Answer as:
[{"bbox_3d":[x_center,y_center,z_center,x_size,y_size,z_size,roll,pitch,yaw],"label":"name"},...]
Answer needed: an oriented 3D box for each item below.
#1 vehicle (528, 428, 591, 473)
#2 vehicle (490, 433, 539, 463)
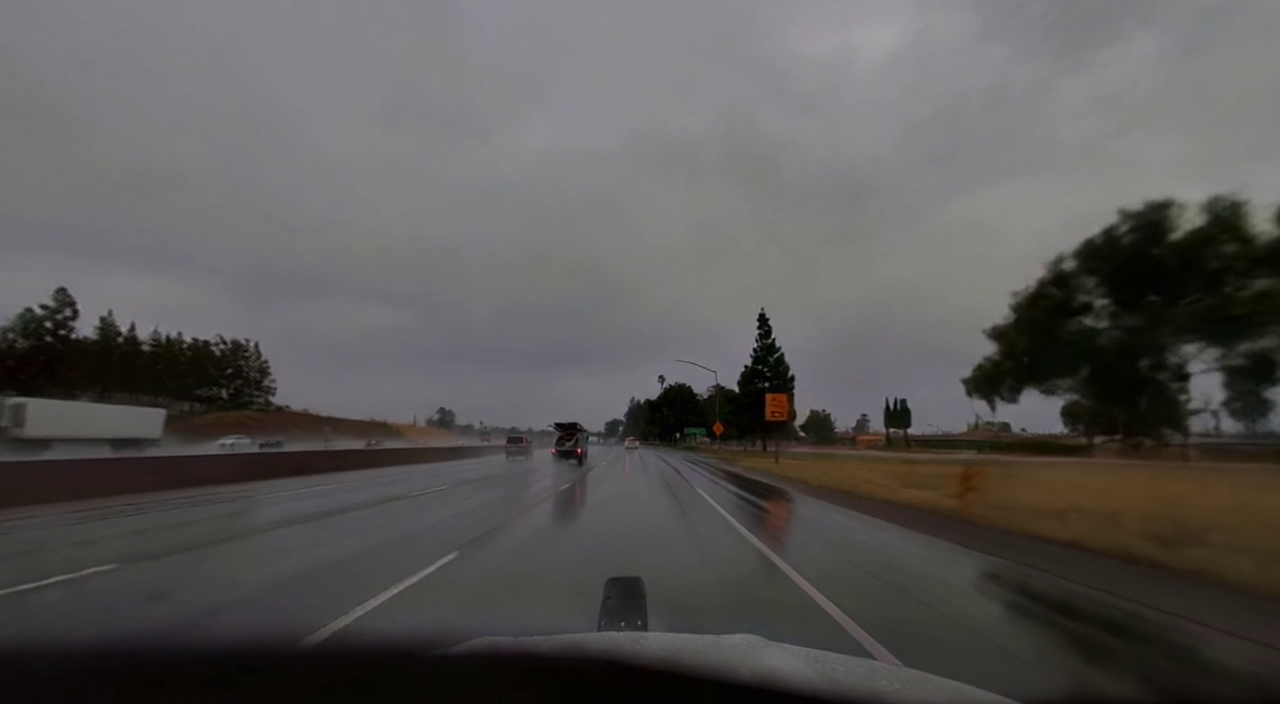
[{"bbox_3d":[-3.386,4.248,27.211,2.194,1.766,3.720,0,-8,0],"label":"vehicle"},{"bbox_3d":[-7.761,6.009,39.296,2.078,1.729,4.722,0,-8,0],"label":"vehicle"}]
